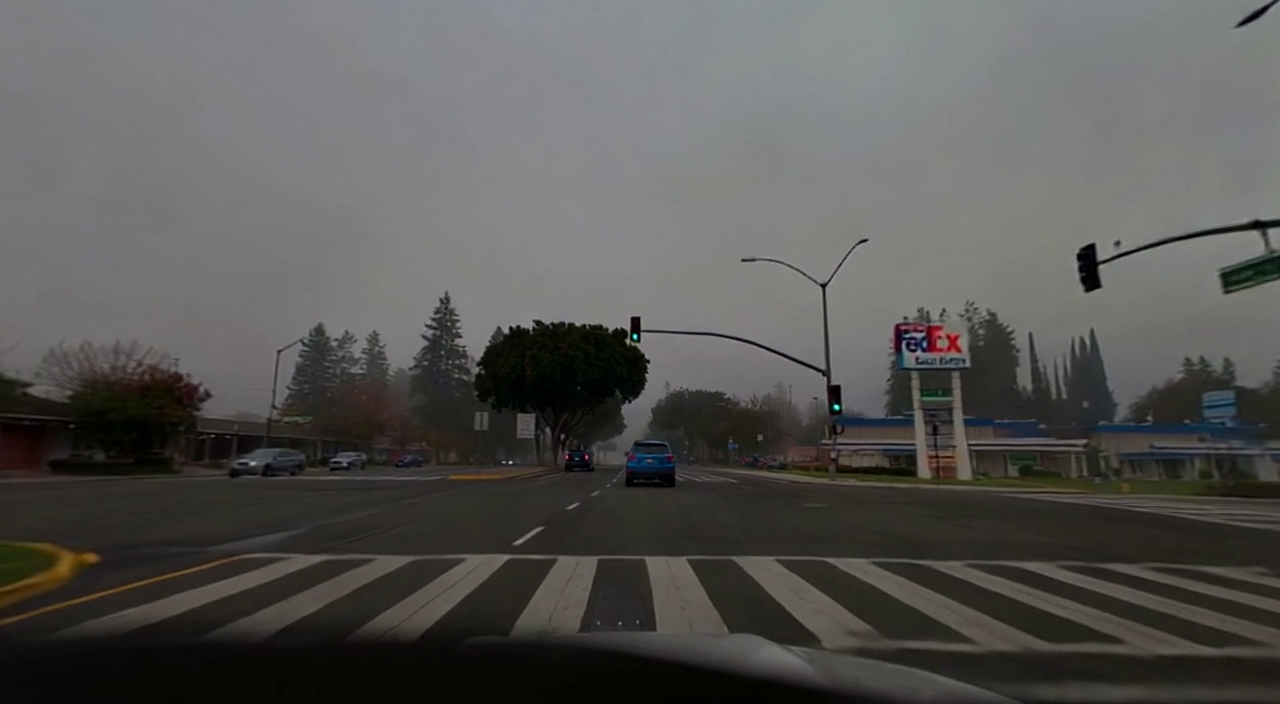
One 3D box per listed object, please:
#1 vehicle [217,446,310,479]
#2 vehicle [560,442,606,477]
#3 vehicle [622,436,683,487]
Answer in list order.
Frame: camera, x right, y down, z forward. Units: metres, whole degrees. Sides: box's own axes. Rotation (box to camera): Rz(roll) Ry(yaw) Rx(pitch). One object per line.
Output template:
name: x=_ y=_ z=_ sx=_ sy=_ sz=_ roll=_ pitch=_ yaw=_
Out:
vehicle: x=-19.660 y=5.773 z=33.305 sx=1.948 sy=1.586 sz=4.962 roll=0 pitch=-8 yaw=-1
vehicle: x=-3.216 y=6.175 z=36.630 sx=2.202 sy=1.856 sz=4.516 roll=0 pitch=-8 yaw=1
vehicle: x=0.458 y=4.471 z=26.208 sx=2.273 sy=1.909 sz=5.075 roll=0 pitch=-8 yaw=0
